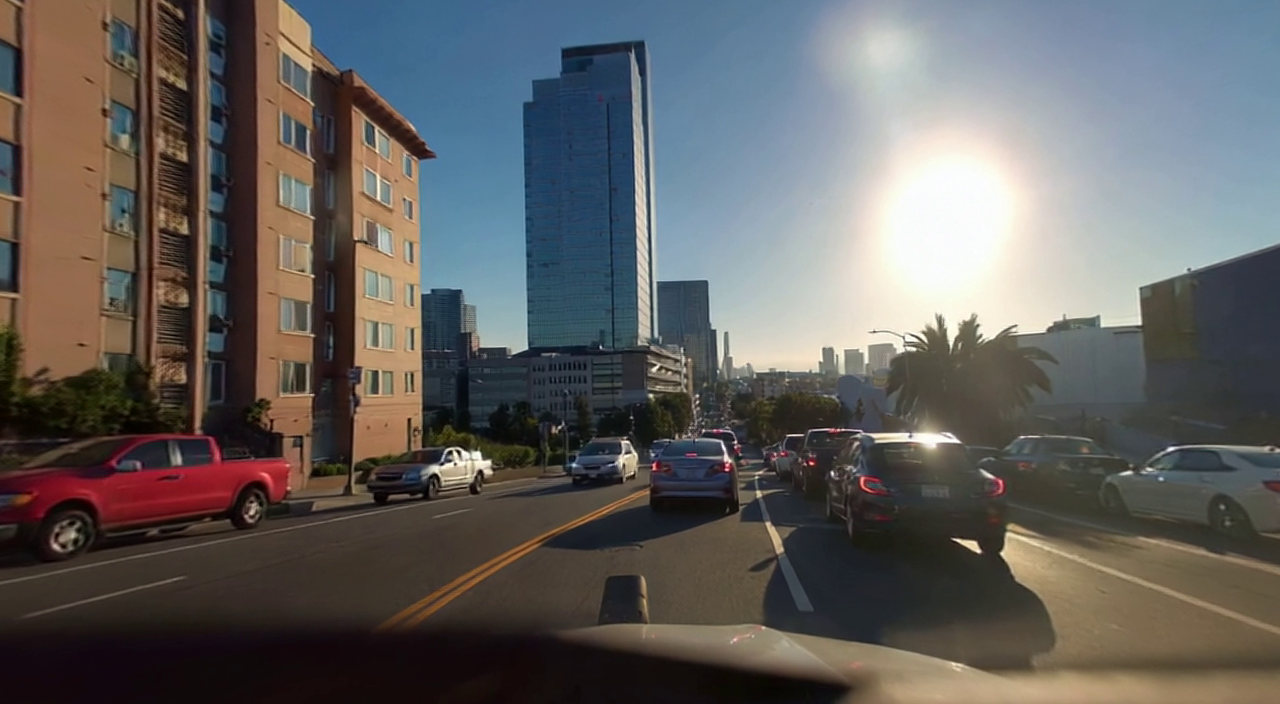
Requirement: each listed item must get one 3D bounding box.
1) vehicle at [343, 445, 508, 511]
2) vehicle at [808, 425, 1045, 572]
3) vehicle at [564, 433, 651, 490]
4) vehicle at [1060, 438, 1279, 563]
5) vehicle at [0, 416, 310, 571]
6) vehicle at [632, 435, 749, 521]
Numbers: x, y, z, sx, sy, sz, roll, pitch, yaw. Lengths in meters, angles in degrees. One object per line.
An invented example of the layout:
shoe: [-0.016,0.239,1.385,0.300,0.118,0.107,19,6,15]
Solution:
vehicle: [-5.483,3.242,16.843,1.928,1.503,4.322,-3,-9,17]
vehicle: [3.585,1.855,8.826,1.982,1.510,4.144,-2,-8,10]
vehicle: [-0.996,3.731,21.807,2.030,1.730,4.453,-2,-9,10]
vehicle: [8.828,2.123,9.880,1.901,1.500,4.729,-1,-8,10]
vehicle: [-7.671,2.096,9.895,1.934,1.770,4.546,-9,-9,10]
vehicle: [1.168,2.469,12.905,2.031,1.461,3.763,-1,-8,9]
